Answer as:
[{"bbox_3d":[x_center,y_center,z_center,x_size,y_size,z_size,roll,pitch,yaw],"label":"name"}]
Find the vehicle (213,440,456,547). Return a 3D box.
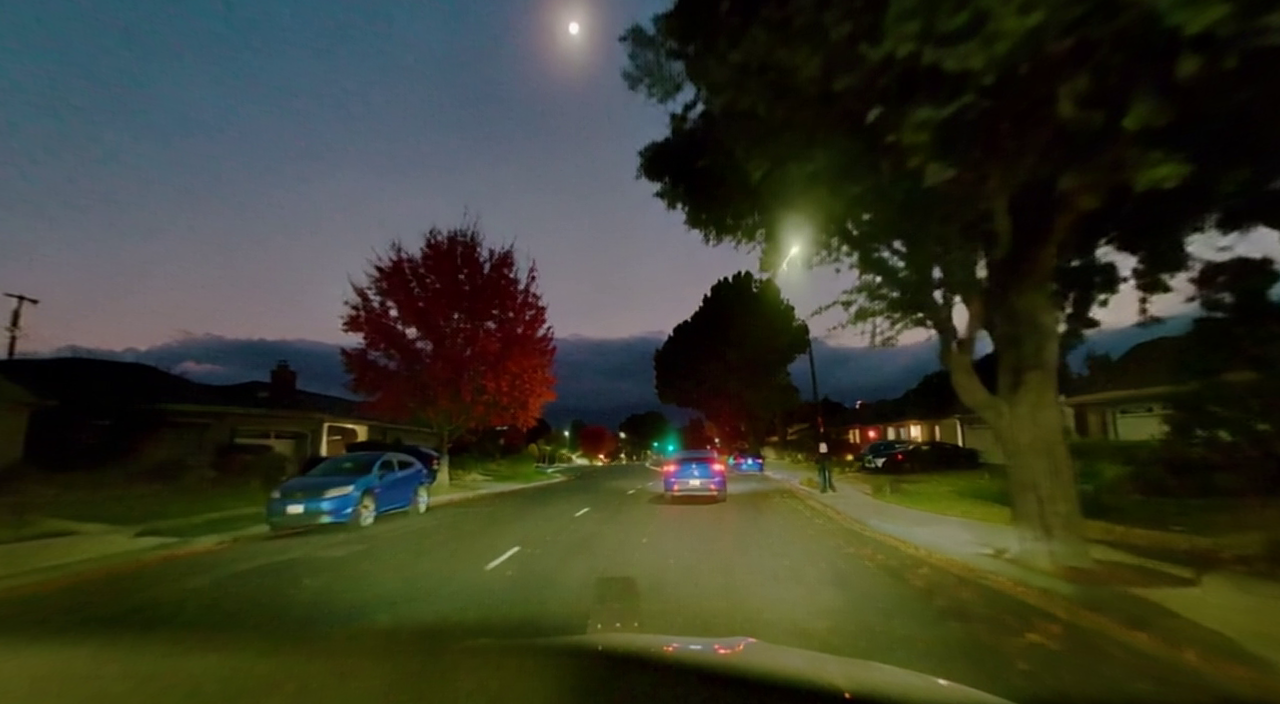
[{"bbox_3d":[-6.108,2.842,13.566,2.641,1.747,4.738,-3,-8,4],"label":"vehicle"}]

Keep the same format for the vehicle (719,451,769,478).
[{"bbox_3d":[6.039,6.602,37.227,2.089,1.462,4.529,0,-9,-1],"label":"vehicle"}]

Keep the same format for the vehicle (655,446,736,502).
[{"bbox_3d":[1.620,3.638,19.310,2.192,1.474,4.192,-1,-9,3],"label":"vehicle"}]

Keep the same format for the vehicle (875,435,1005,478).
[{"bbox_3d":[12.928,4.515,27.429,4.524,1.587,2.064,-2,-8,-2],"label":"vehicle"}]
